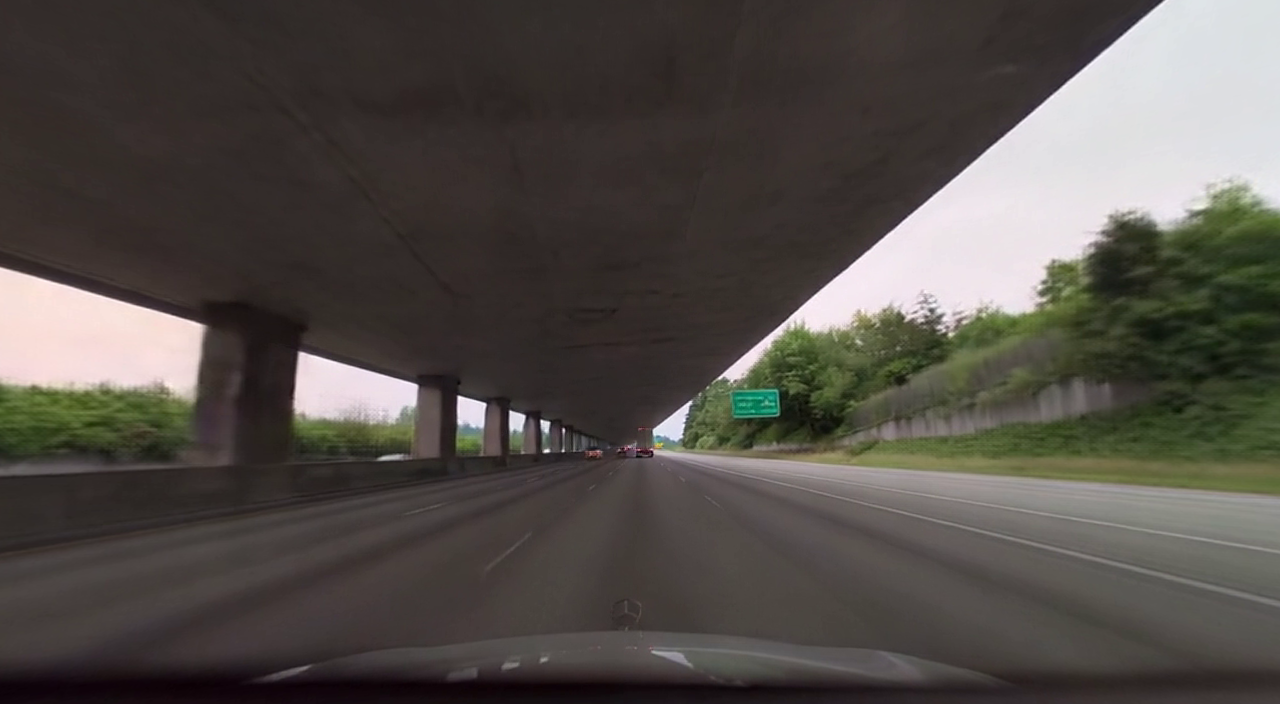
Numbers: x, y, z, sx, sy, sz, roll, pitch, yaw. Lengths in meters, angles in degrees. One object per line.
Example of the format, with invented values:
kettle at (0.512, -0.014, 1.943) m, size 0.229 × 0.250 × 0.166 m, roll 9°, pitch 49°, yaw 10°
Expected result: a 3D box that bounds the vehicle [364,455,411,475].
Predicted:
vehicle at (-19.245, 8.622, 48.271) m, size 1.995 × 1.461 × 3.744 m, roll 0°, pitch -9°, yaw 0°
